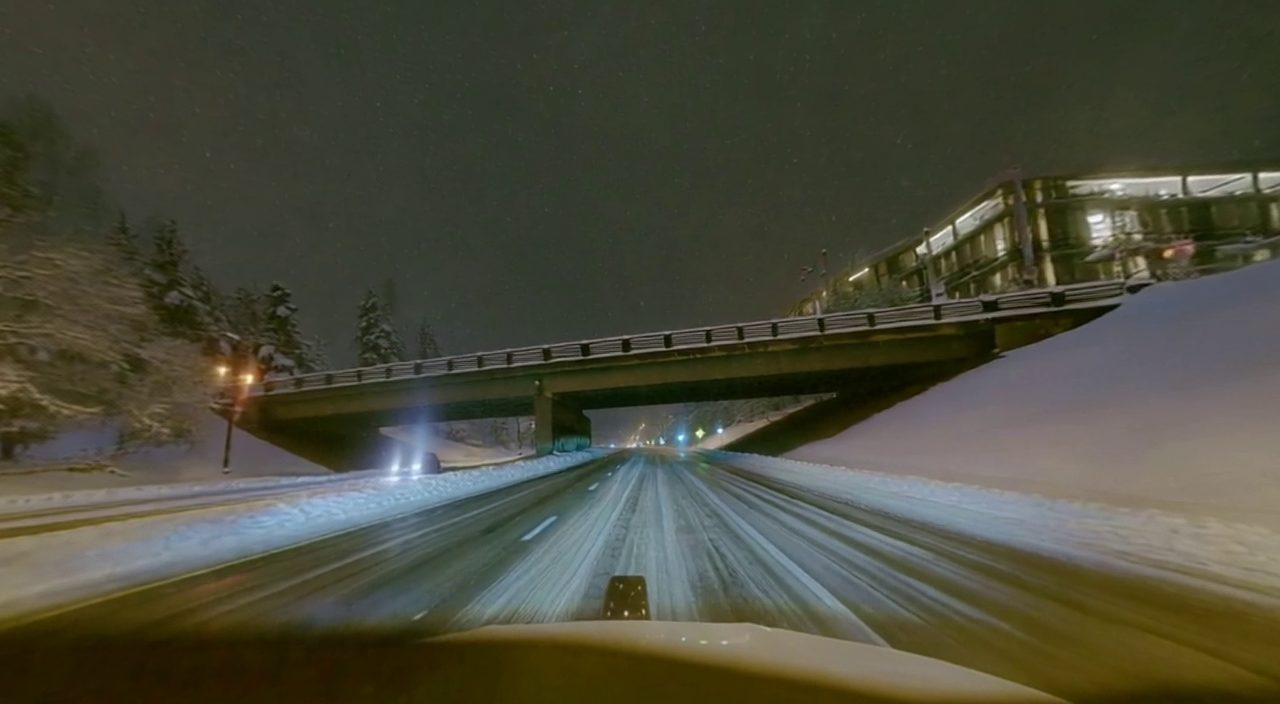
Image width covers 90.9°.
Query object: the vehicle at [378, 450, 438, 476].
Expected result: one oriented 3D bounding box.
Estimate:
[{"bbox_3d":[-14.321,6.868,39.188,1.983,1.461,4.542,0,-8,1],"label":"vehicle"}]
